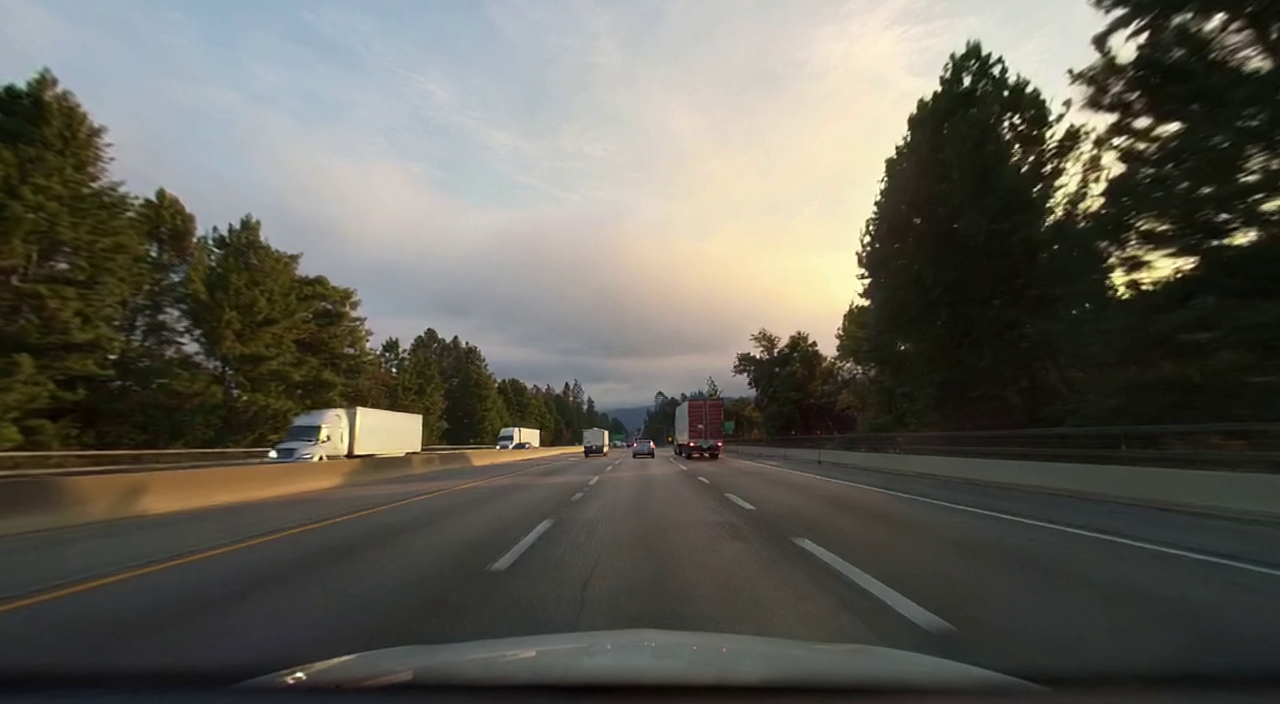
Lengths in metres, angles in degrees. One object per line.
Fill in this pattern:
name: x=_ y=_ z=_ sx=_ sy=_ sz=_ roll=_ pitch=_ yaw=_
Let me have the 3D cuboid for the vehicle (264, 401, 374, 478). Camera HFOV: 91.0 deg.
vehicle: x=-18.493 y=5.083 z=36.776 sx=3.006 sy=4.066 sz=6.254 roll=0 pitch=-8 yaw=0

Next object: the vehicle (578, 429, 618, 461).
vehicle: x=-2.808 y=6.382 z=43.221 sx=2.247 sy=2.039 sz=5.008 roll=-1 pitch=-8 yaw=3

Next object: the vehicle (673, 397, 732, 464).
vehicle: x=4.339 y=5.936 z=46.902 sx=3.005 sy=4.131 sz=14.221 roll=1 pitch=-8 yaw=0

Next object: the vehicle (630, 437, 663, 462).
vehicle: x=0.395 y=6.659 z=43.169 sx=2.139 sy=1.607 sz=4.034 roll=0 pitch=-8 yaw=-1
